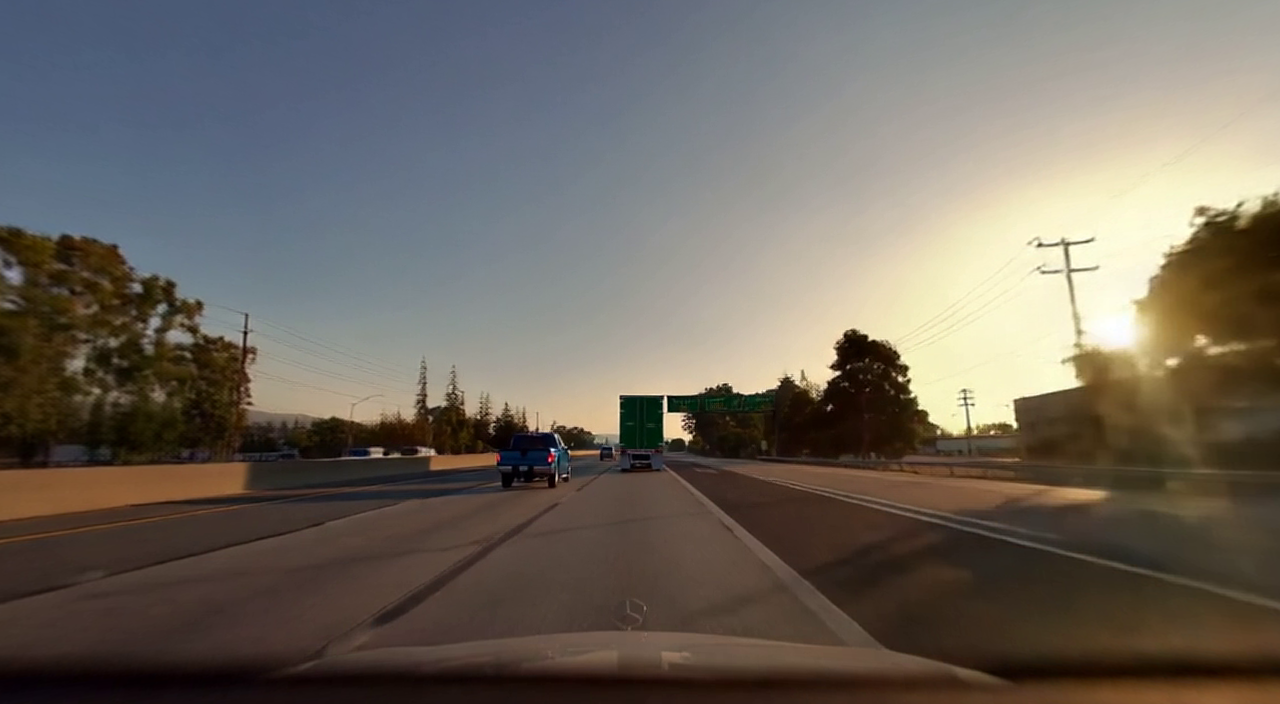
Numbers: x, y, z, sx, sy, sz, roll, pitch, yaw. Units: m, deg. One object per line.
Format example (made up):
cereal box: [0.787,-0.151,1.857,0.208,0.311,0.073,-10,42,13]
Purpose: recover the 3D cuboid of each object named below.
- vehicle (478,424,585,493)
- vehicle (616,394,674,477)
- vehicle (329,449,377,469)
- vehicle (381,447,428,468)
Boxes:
vehicle: [-3.700,3.846,23.150,2.749,2.141,6.515,0,-8,0]
vehicle: [0.304,5.089,37.889,2.879,4.085,13.125,0,-8,0]
vehicle: [-21.930,8.173,48.327,1.827,1.471,3.950,0,-8,1]
vehicle: [-17.838,7.995,47.957,1.903,1.474,4.223,0,-8,1]
